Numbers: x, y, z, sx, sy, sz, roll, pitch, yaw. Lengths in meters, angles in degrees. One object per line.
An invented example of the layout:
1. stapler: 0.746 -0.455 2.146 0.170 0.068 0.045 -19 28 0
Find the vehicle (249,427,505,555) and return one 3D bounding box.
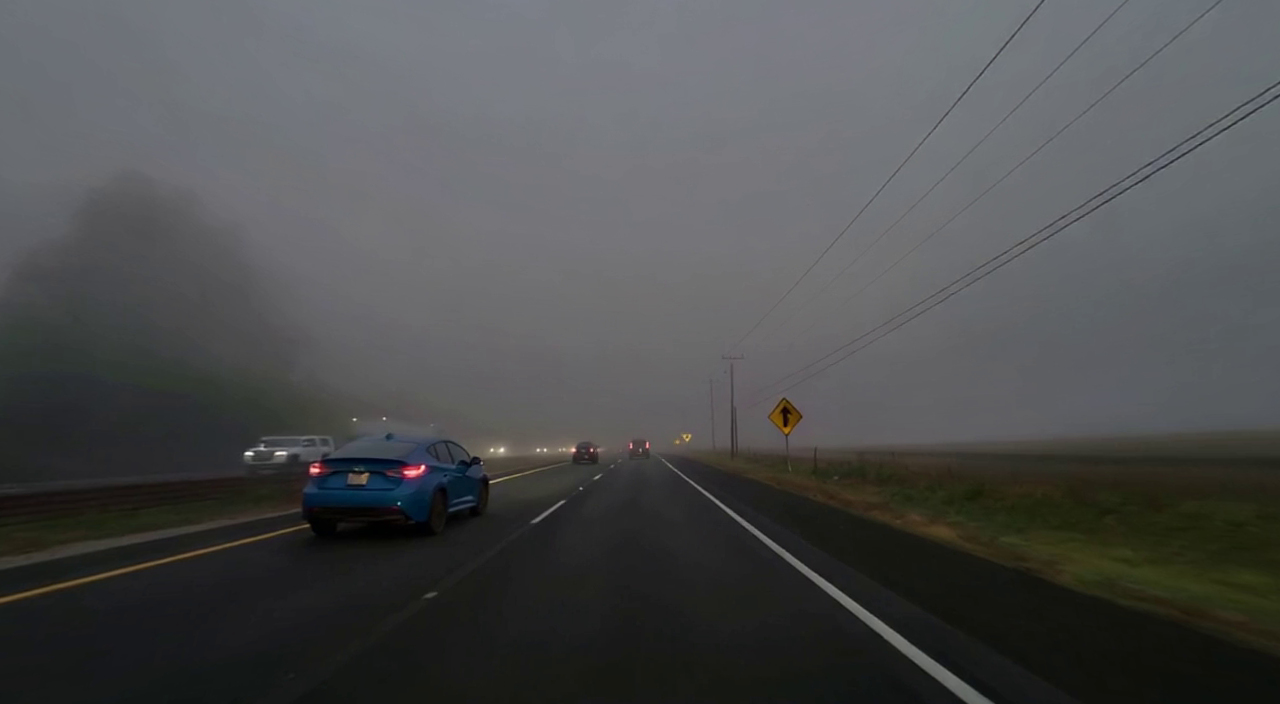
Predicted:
1. vehicle: -3.862 2.138 10.462 2.120 1.597 4.810 0 -9 1

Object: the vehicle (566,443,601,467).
1. vehicle: -3.803 7.053 43.254 1.953 1.517 4.407 0 -9 1
